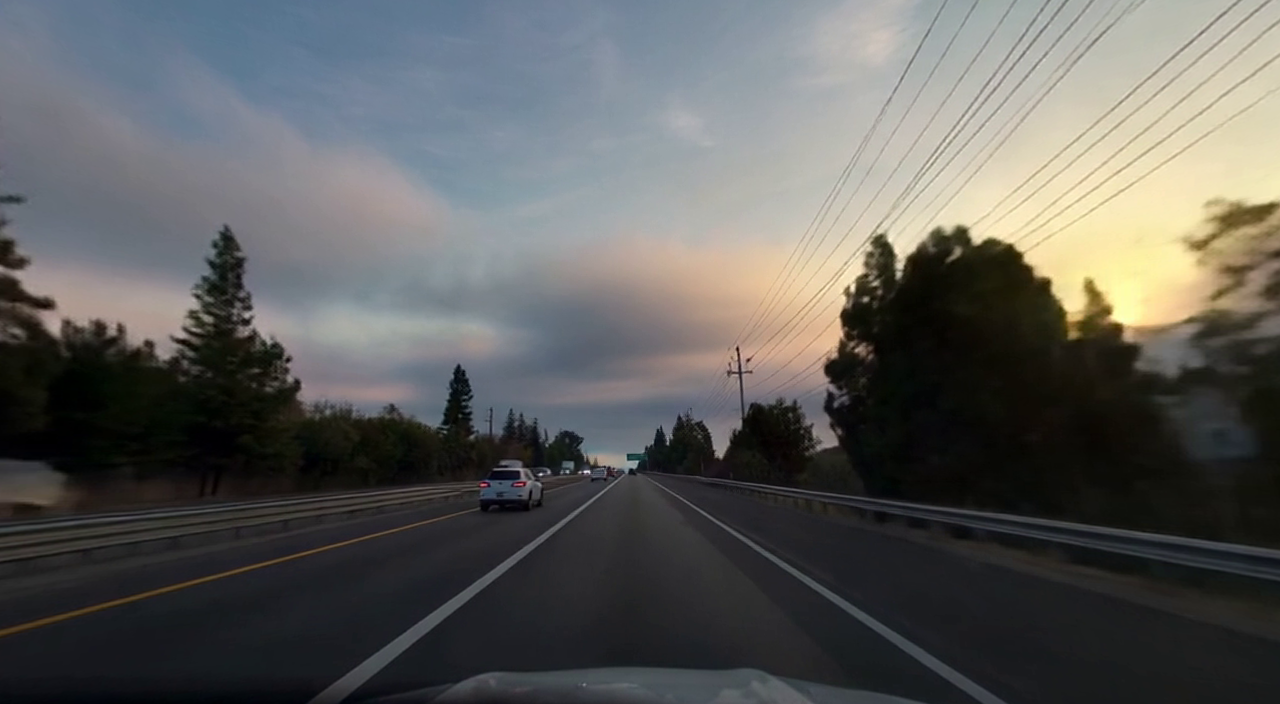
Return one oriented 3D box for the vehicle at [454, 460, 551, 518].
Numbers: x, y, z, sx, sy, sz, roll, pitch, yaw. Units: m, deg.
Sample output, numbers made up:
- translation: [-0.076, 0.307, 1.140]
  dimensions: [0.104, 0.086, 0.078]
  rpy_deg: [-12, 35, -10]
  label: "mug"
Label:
- translation: [-3.984, 4.062, 19.040]
  dimensions: [1.963, 1.501, 4.227]
  rpy_deg: [1, -11, 0]
  label: "vehicle"
